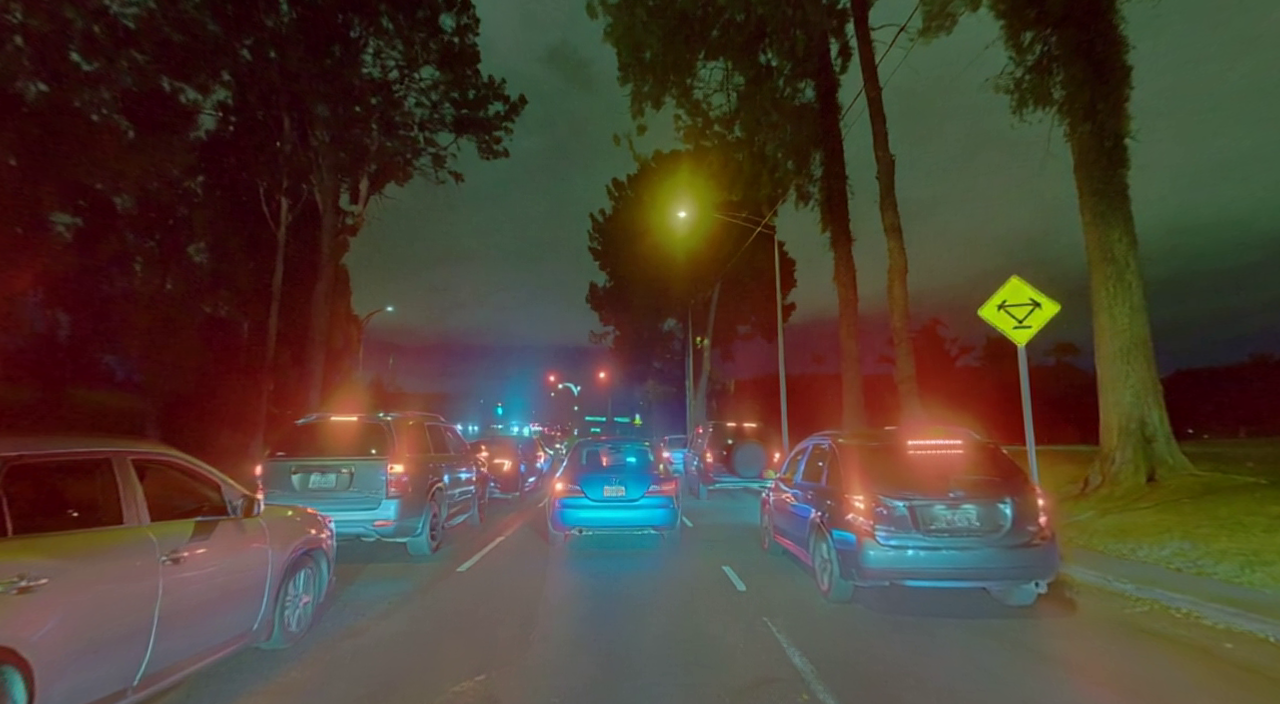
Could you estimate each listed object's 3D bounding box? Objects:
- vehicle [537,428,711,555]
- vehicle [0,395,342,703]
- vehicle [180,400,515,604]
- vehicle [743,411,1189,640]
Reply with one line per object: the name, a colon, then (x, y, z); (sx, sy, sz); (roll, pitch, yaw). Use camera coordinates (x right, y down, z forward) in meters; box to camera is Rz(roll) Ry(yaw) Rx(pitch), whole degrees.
vehicle: (-0.243, 1.917, 9.333); (2.025, 1.453, 3.848); (0, -8, -2)
vehicle: (-2.924, 0.837, 1.613); (1.974, 1.484, 4.716); (0, -8, 0)
vehicle: (-2.891, 1.576, 7.451); (1.964, 1.712, 4.097); (0, -8, 0)
vehicle: (2.527, 1.487, 6.527); (2.116, 1.497, 4.652); (0, -8, 0)
